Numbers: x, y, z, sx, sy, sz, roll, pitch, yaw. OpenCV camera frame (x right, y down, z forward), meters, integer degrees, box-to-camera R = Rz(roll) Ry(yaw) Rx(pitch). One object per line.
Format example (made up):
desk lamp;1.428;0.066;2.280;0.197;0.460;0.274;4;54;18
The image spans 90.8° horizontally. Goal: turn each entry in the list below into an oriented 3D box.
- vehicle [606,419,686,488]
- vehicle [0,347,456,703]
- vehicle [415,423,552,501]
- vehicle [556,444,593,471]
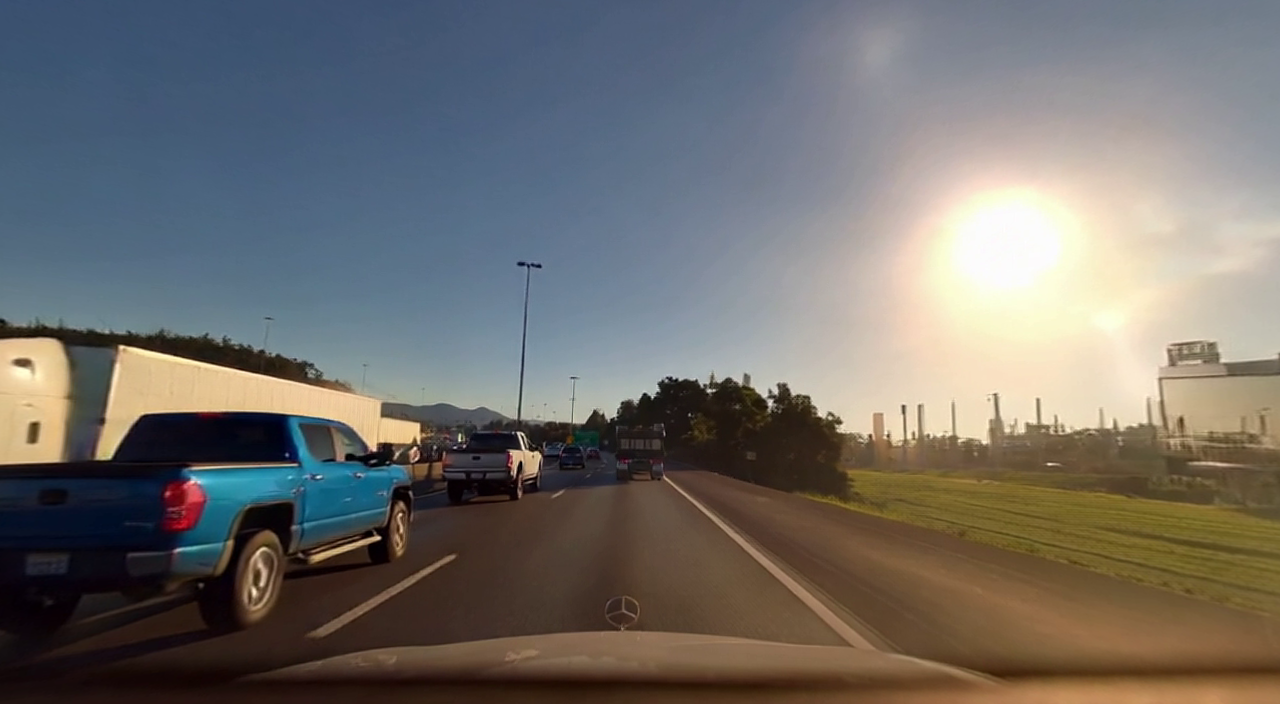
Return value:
vehicle;0.081;4.246;26.741;2.886;2.471;7.692;0;-8;-2
vehicle;-3.587;1.261;5.658;2.303;1.835;5.044;0;-8;0
vehicle;-4.379;3.221;18.987;2.575;1.958;5.730;0;-9;1
vehicle;-4.895;7.989;48.072;2.329;1.859;4.823;0;-9;0
